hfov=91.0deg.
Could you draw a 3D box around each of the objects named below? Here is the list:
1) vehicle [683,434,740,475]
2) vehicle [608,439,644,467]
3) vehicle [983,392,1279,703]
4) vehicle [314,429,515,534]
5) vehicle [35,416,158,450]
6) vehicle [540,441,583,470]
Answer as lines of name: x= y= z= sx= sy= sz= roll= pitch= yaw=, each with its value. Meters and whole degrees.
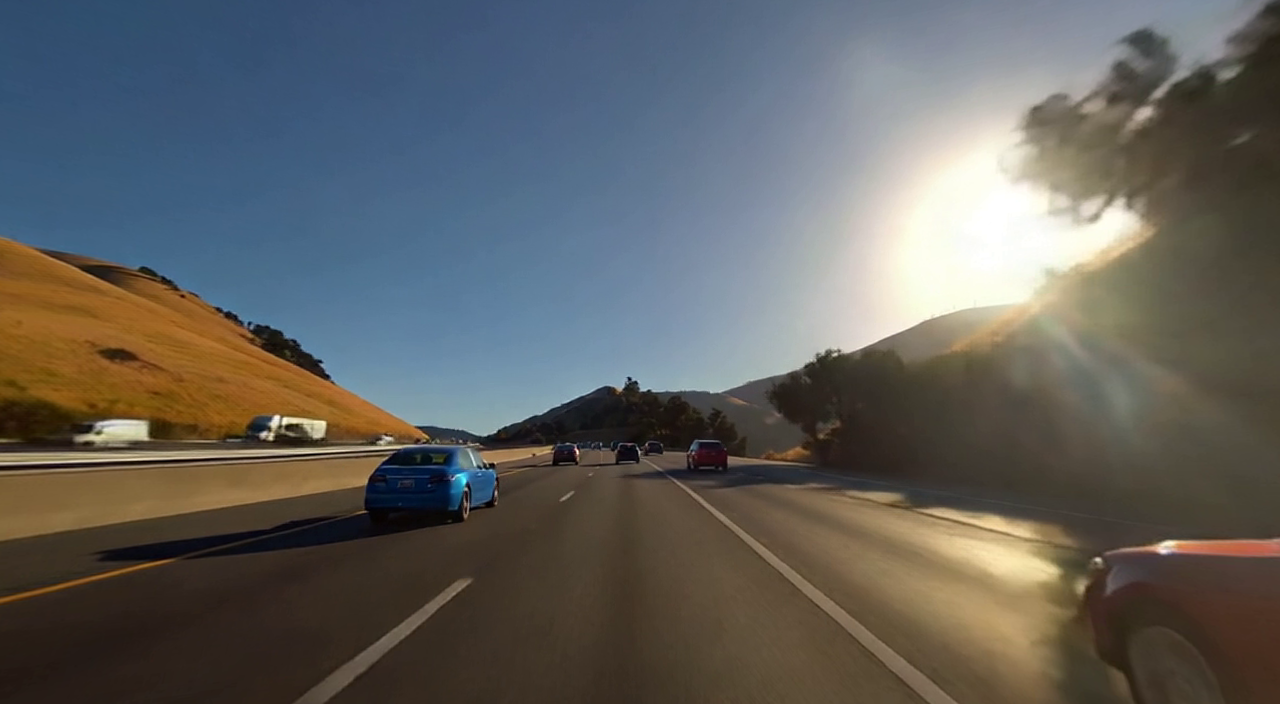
vehicle: x=3.402 y=5.009 z=30.899 sx=2.222 sy=1.820 sz=4.733 roll=0 pitch=-9 yaw=-1
vehicle: x=-0.836 y=6.266 z=39.175 sx=2.147 sy=1.572 sz=4.094 roll=0 pitch=-9 yaw=0
vehicle: x=3.391 y=0.848 z=1.839 sx=2.136 sy=1.511 sz=4.706 roll=0 pitch=-9 yaw=0
vehicle: x=-3.735 y=2.220 z=11.383 sx=1.993 sy=1.500 sz=4.248 roll=0 pitch=-9 yaw=1
vehicle: x=-31.496 y=4.794 z=36.839 sx=1.999 sy=1.766 sz=5.898 roll=0 pitch=-9 yaw=-1
vehicle: x=-4.160 y=5.568 z=33.931 sx=1.796 sy=1.464 sz=3.839 roll=0 pitch=-9 yaw=0
